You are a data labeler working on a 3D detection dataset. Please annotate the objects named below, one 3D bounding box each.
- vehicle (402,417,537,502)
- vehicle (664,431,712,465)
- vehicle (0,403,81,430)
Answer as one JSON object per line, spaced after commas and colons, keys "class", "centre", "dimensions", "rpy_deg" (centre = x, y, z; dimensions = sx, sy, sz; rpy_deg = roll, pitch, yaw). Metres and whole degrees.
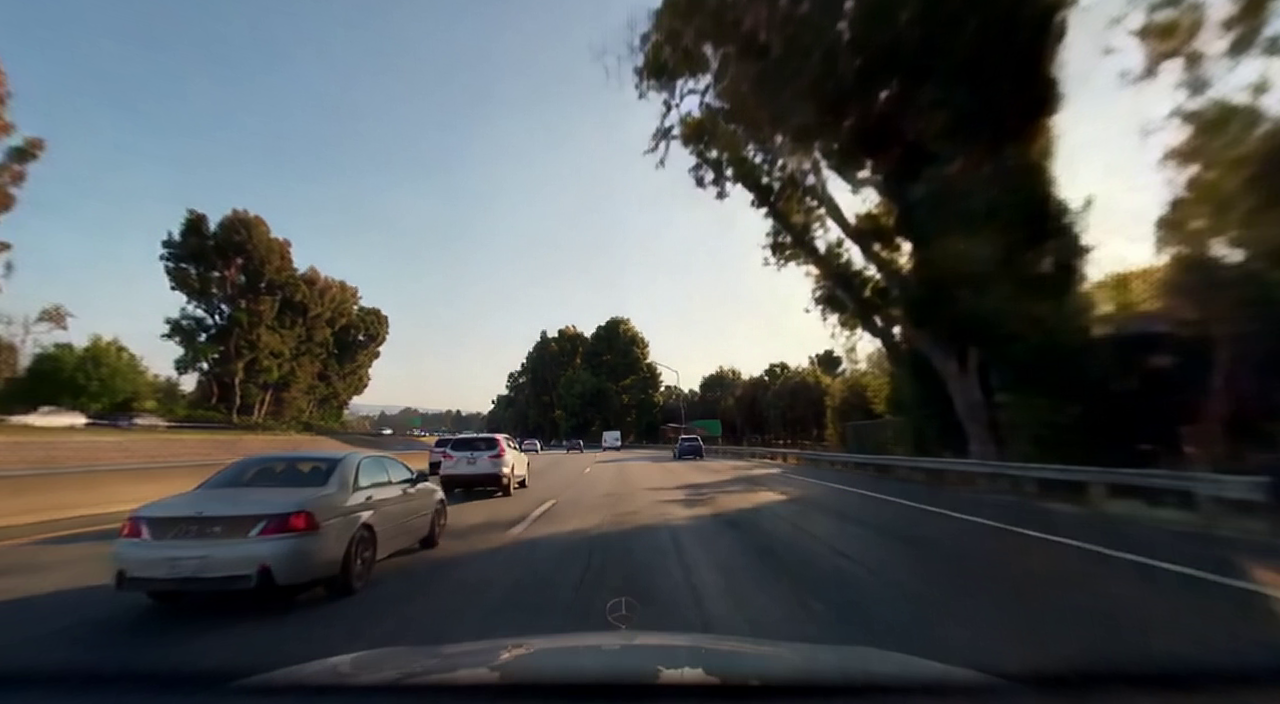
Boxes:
{"class": "vehicle", "centre": [-3.788, 2.488, 14.865], "dimensions": [2.002, 1.680, 4.301], "rpy_deg": [0, -9, 0]}
{"class": "vehicle", "centre": [2.562, 5.242, 34.441], "dimensions": [2.053, 1.698, 4.097], "rpy_deg": [1, -9, -3]}
{"class": "vehicle", "centre": [-37.052, 4.012, 38.621], "dimensions": [1.721, 1.486, 4.205], "rpy_deg": [1, -9, -4]}
